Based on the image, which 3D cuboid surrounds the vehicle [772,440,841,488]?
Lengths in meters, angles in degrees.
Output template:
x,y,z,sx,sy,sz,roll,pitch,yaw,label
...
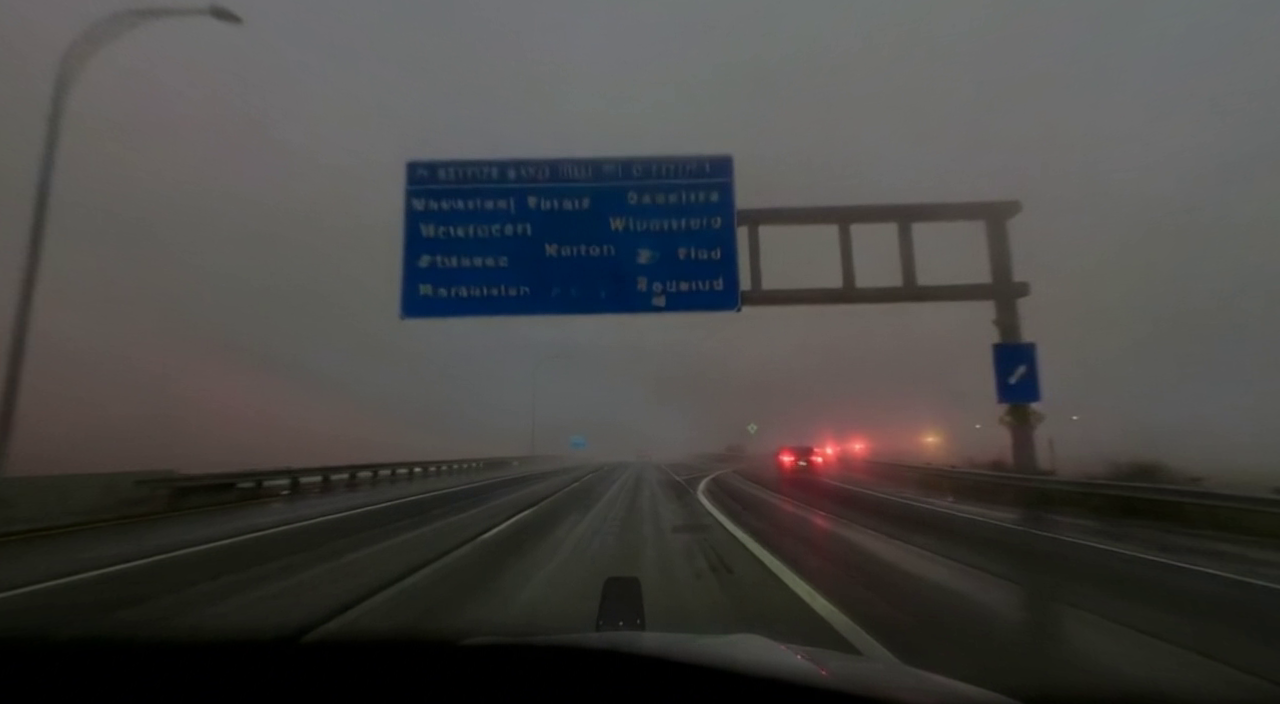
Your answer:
x,y,z,sx,sy,sz,roll,pitch,yaw,label
6.636,4.472,25.603,2.133,1.746,4.511,-1,-9,8,vehicle
